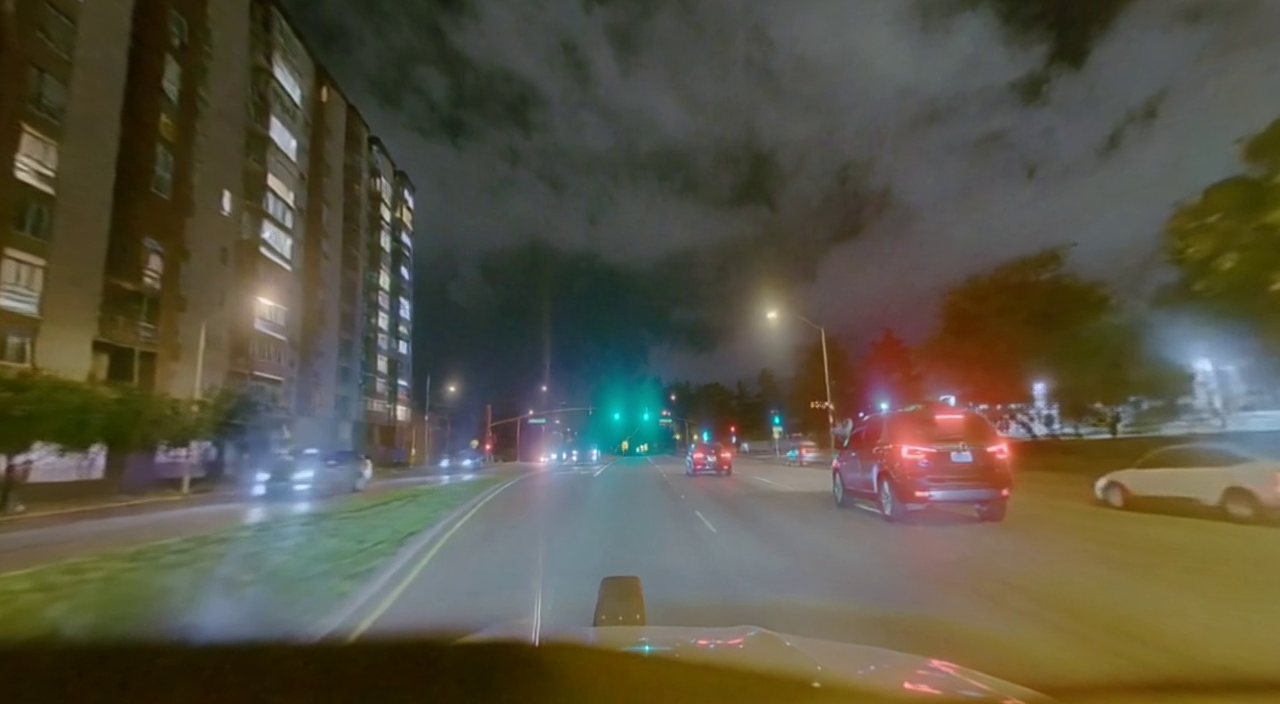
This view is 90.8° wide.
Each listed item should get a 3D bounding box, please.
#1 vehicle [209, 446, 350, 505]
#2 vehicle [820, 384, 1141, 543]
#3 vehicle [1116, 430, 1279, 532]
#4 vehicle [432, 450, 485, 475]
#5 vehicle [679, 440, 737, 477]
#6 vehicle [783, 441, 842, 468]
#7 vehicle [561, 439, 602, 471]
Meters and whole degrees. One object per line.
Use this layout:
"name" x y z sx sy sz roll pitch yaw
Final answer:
"vehicle" -11.971 4.078 21.449 2.027 1.736 4.694 0 -8 -1
"vehicle" 5.176 1.845 11.010 2.427 2.017 5.763 0 -8 1
"vehicle" 10.085 1.953 9.740 2.004 1.437 4.500 0 -8 1
"vehicle" -11.767 7.188 41.291 2.028 1.490 4.475 0 -8 1
"vehicle" 2.898 4.678 27.955 2.003 1.480 4.494 0 -8 -1
"vehicle" 10.004 5.967 37.043 2.014 1.480 4.783 0 -8 -1
"vehicle" -3.259 5.836 36.063 2.065 1.716 4.265 0 -8 -2
